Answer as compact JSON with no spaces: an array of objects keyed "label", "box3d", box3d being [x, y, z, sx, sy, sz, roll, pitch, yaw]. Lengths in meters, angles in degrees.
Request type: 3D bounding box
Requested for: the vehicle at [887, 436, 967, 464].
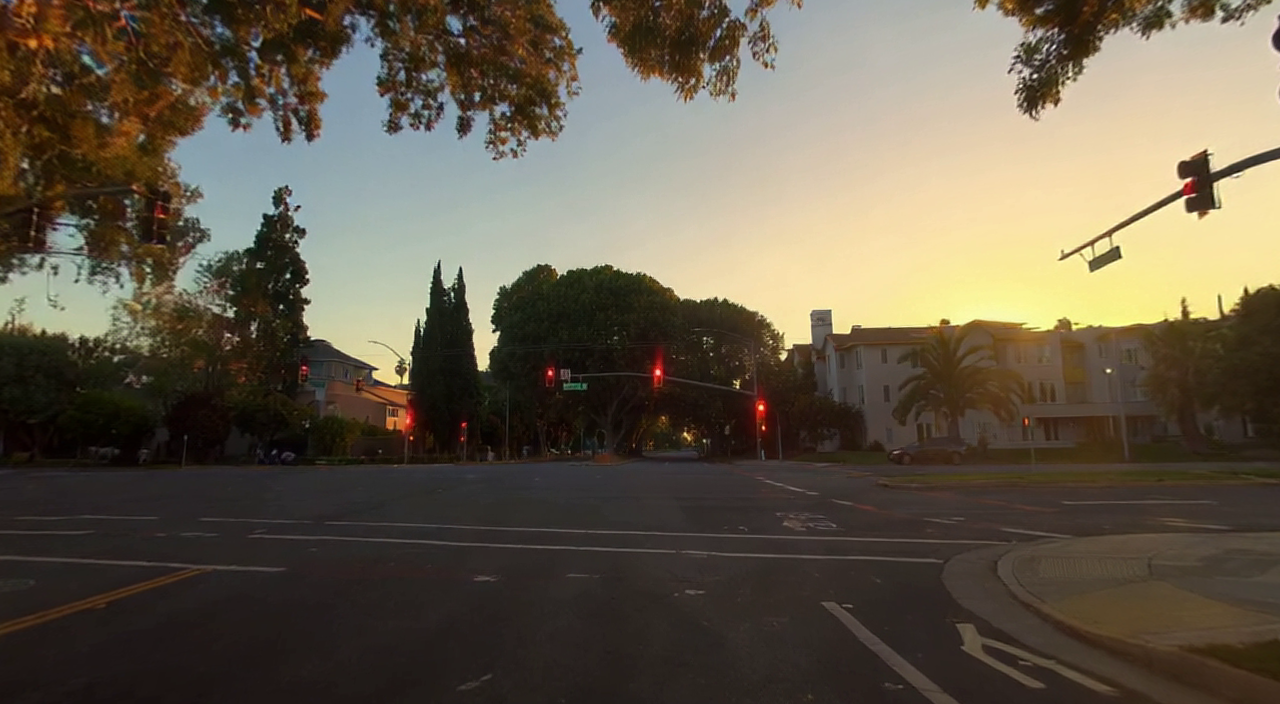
[{"label":"vehicle","box3d":[16.118,5.512,35.577,3.952,1.468,1.768,-4,-9,22]}]
